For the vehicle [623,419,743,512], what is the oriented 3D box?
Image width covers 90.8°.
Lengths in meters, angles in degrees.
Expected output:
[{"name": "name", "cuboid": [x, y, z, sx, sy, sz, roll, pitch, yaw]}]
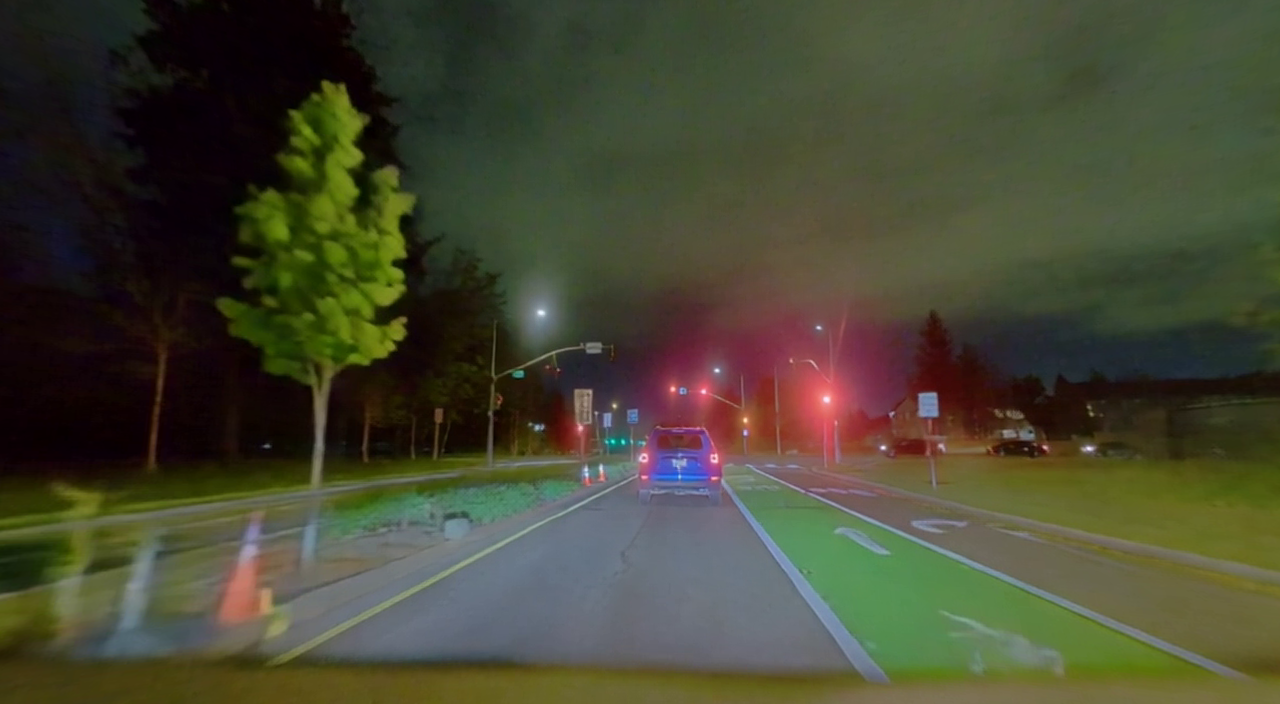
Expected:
[{"name": "vehicle", "cuboid": [0.978, 2.540, 14.663, 2.339, 1.790, 4.629, 0, -8, 4]}]
